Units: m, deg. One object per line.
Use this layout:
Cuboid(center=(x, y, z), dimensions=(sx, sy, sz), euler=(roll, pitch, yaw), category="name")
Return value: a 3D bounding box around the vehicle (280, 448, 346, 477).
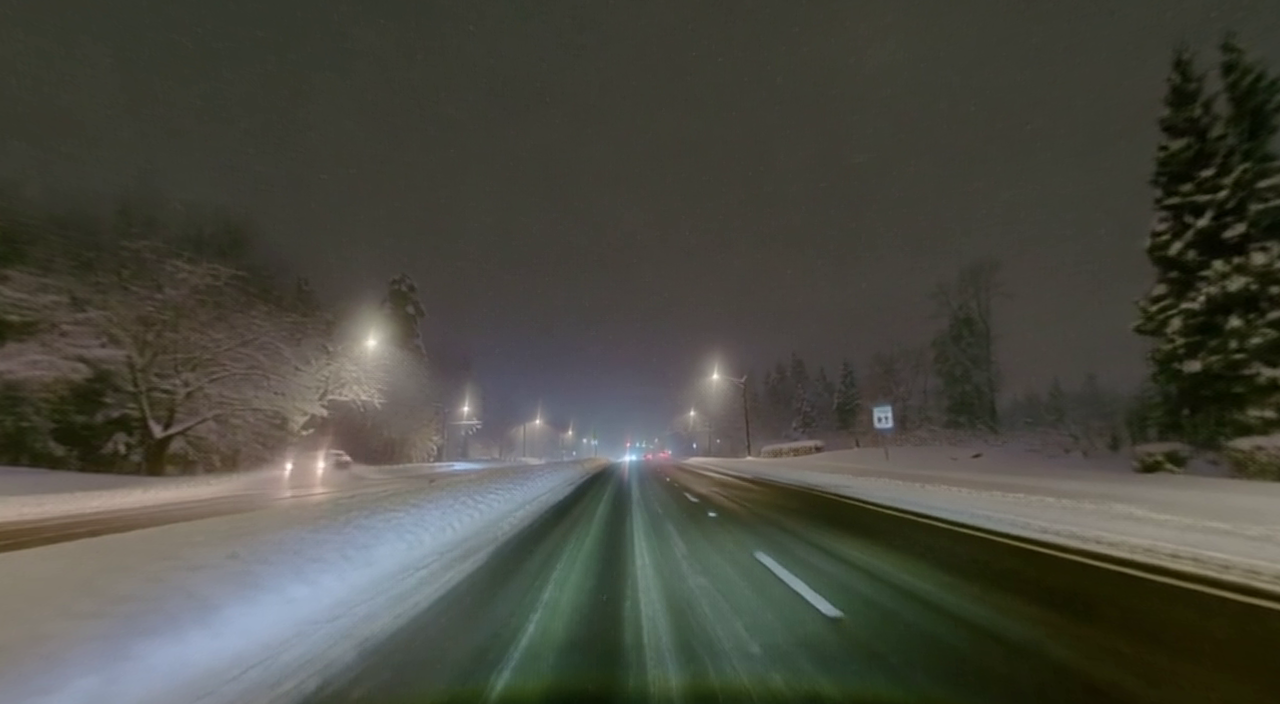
Cuboid(center=(-19.849, 6.683, 38.515), dimensions=(1.896, 1.623, 4.124), euler=(0, -8, -2), category="vehicle")
